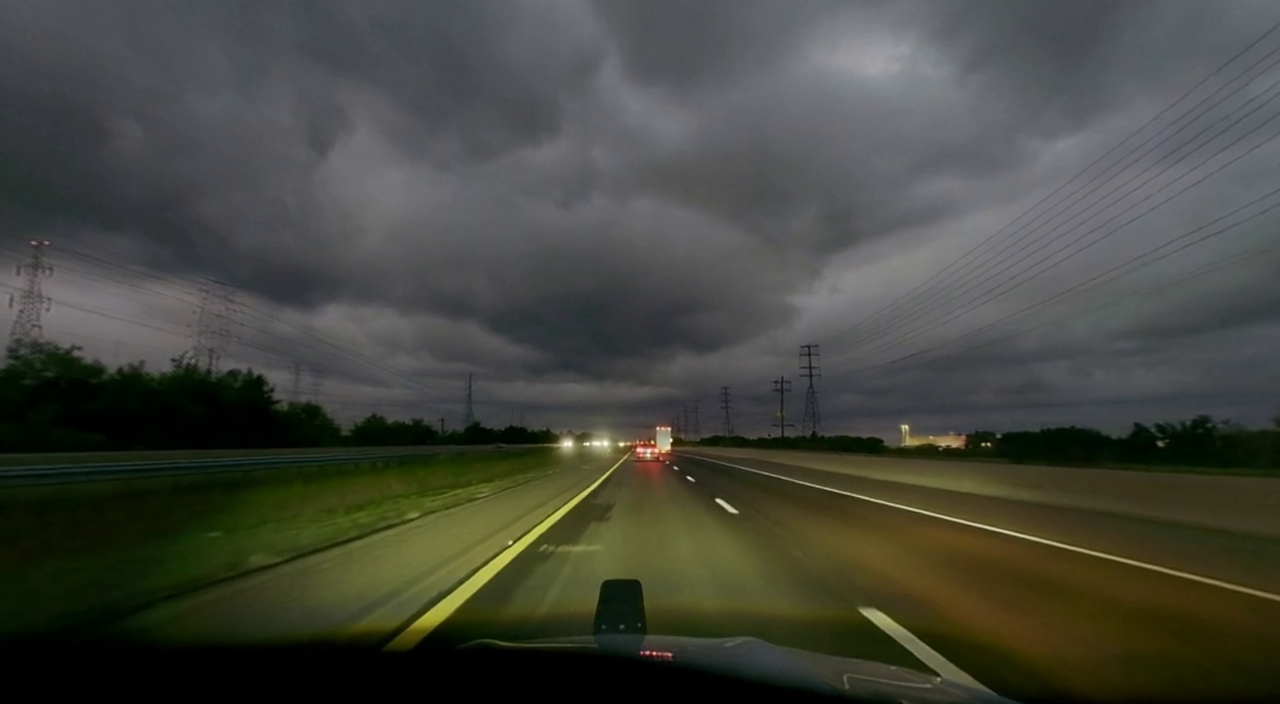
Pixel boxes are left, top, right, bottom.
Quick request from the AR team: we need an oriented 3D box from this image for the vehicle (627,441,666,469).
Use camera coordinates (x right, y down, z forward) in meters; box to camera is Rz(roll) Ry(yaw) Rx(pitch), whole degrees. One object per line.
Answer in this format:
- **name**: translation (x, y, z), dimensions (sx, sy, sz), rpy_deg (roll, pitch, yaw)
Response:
- **vehicle**: translation (0.375, 6.098, 37.588), dimensions (2.192, 1.556, 4.132), rpy_deg (-1, -9, 0)
